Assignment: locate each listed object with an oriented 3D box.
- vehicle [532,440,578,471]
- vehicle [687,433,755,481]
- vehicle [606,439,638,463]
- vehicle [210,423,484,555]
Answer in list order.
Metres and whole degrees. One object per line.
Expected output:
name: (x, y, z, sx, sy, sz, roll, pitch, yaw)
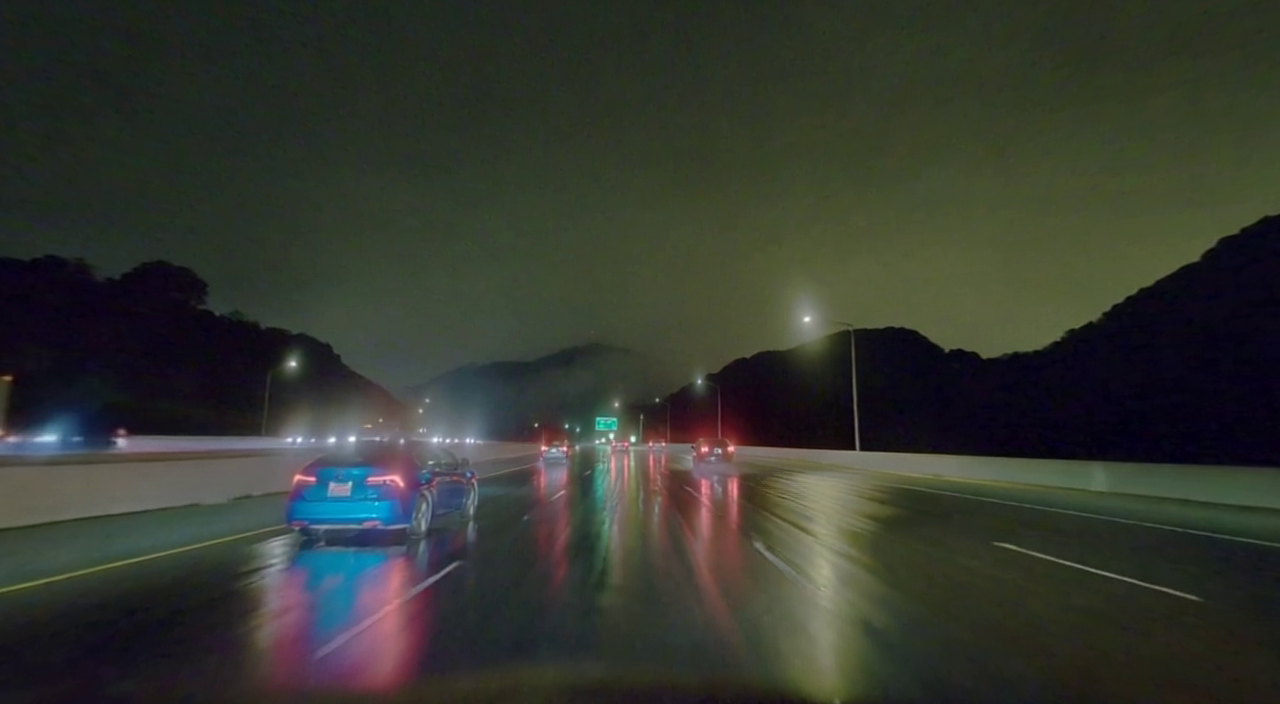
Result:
vehicle: (-4.306, 5.305, 32.358, 1.796, 1.464, 3.839, 0, -9, 0)
vehicle: (3.314, 4.420, 26.795, 2.222, 1.820, 4.733, 0, -9, 0)
vehicle: (-1.232, 7.023, 44.669, 2.147, 1.572, 4.094, 0, -9, -1)
vehicle: (-3.938, 1.915, 9.488, 1.993, 1.500, 4.248, 0, -9, 1)
